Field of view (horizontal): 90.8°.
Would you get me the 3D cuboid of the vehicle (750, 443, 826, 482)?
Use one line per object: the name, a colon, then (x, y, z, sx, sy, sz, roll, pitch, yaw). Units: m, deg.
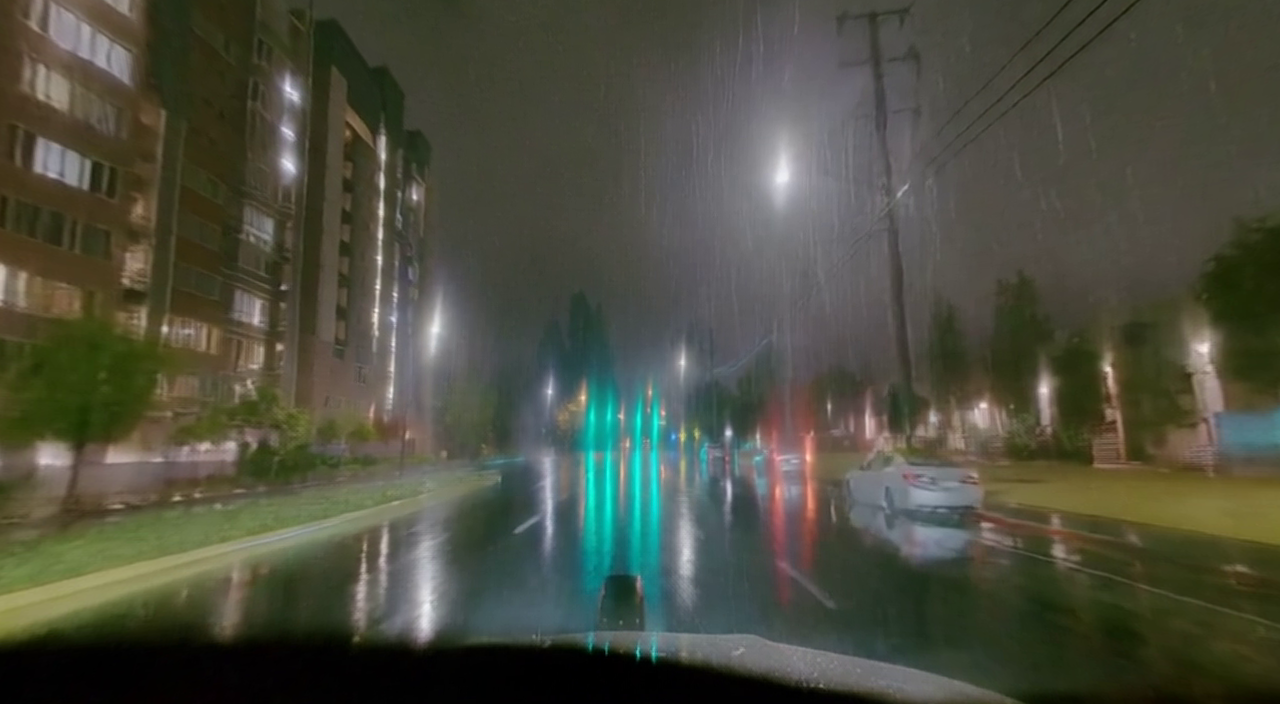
vehicle: (6.099, 4.590, 26.661, 1.944, 1.478, 4.885, 0, -8, -1)

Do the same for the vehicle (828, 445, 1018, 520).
vehicle: (6.154, 2.864, 14.587, 2.013, 1.408, 5.011, 0, -8, -1)
